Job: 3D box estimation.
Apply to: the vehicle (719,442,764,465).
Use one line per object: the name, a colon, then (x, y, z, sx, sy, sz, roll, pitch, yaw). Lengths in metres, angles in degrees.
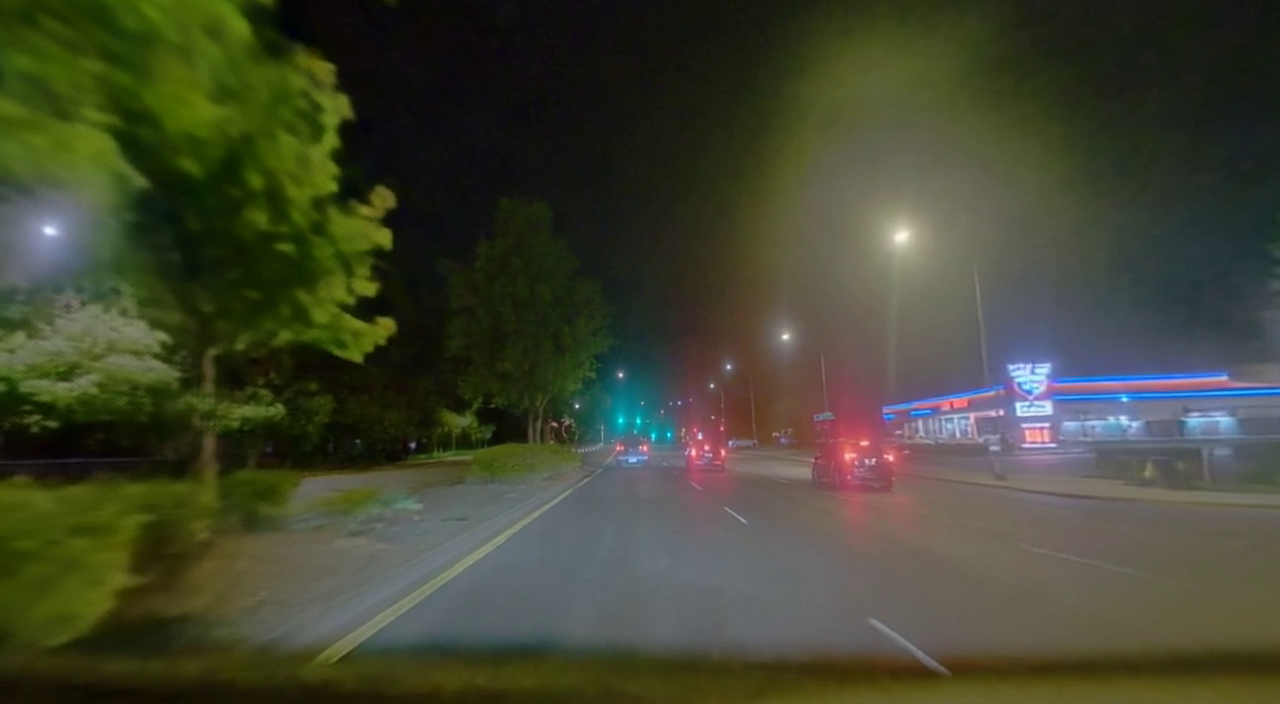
vehicle: (6.529, 6.549, 41.011, 2.068, 1.393, 3.874, 0, -8, -3)

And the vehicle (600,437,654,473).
vehicle: (-0.583, 4.589, 28.397, 2.242, 1.474, 4.127, 0, -8, -2)

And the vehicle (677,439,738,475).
vehicle: (2.934, 4.676, 28.544, 2.057, 1.491, 4.675, 0, -8, -2)
